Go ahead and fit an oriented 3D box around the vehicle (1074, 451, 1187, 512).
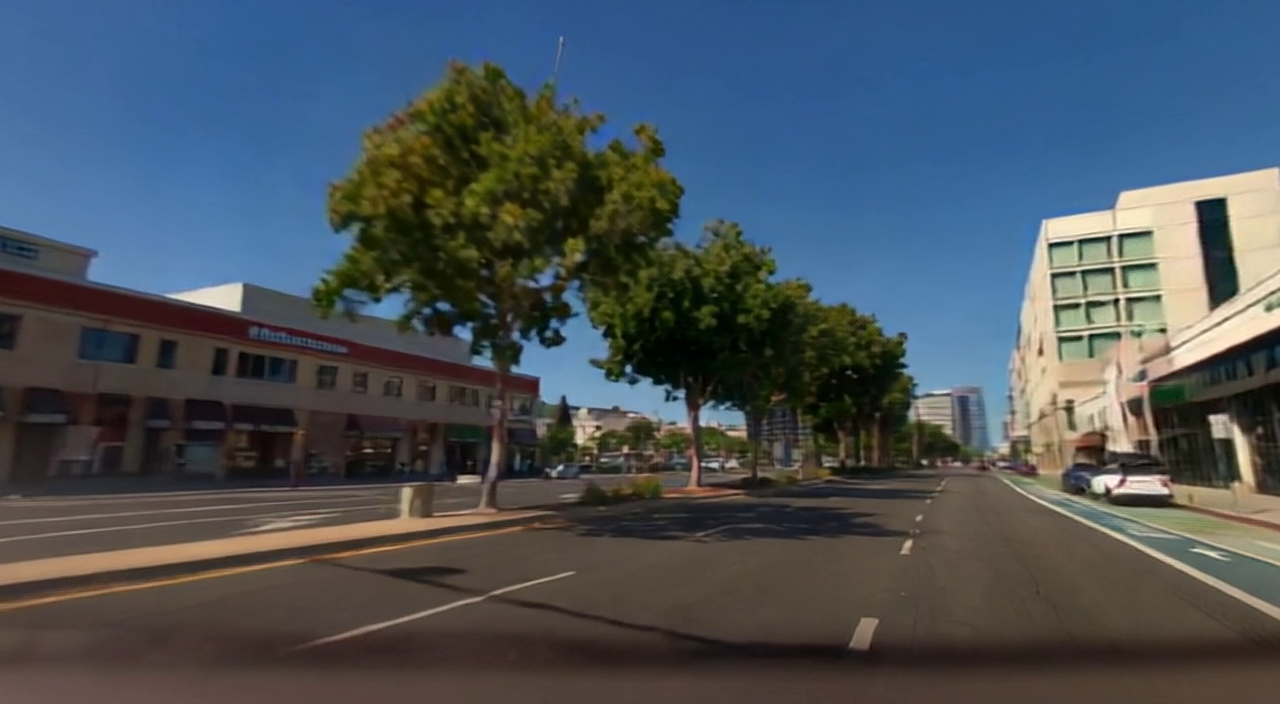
[{"bbox_3d":[17.502,4.562,22.830,2.152,1.869,4.476,-4,-9,24],"label":"vehicle"}]
